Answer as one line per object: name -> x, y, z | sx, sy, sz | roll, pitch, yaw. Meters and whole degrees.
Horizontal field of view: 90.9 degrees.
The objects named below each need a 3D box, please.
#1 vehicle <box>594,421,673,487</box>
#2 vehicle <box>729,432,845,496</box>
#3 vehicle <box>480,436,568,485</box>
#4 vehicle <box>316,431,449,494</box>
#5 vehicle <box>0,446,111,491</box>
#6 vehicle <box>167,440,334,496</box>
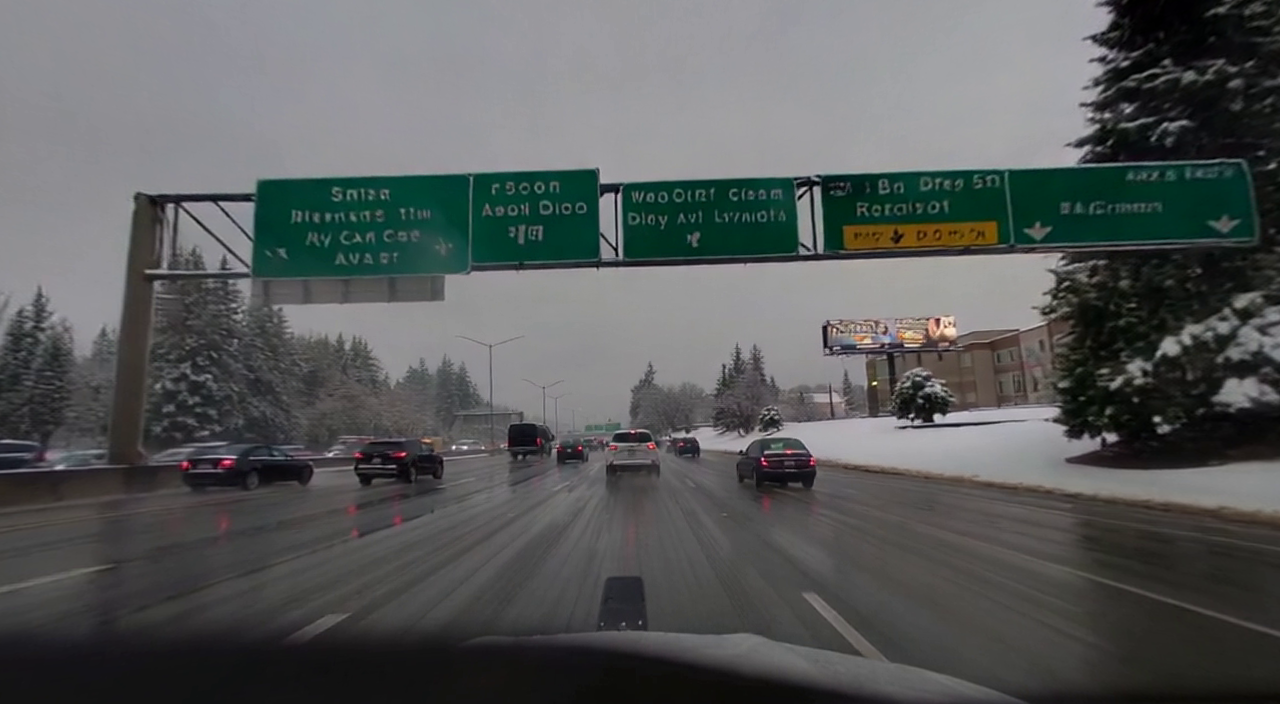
vehicle -> -0.204, 3.222, 20.220 | 2.209, 1.863, 4.626 | 0, -8, 0
vehicle -> 3.747, 2.943, 17.001 | 1.942, 1.487, 4.518 | 0, -8, -1
vehicle -> -3.859, 3.680, 21.811 | 2.079, 1.499, 4.512 | 0, -8, 1
vehicle -> -7.426, 3.227, 18.747 | 2.021, 1.632, 4.417 | 0, -8, 1
vehicle -> -21.916, 4.133, 22.669 | 1.867, 1.443, 4.468 | 0, -8, 0
vehicle -> -11.237, 3.356, 18.692 | 1.970, 1.441, 4.555 | 0, -8, 1
